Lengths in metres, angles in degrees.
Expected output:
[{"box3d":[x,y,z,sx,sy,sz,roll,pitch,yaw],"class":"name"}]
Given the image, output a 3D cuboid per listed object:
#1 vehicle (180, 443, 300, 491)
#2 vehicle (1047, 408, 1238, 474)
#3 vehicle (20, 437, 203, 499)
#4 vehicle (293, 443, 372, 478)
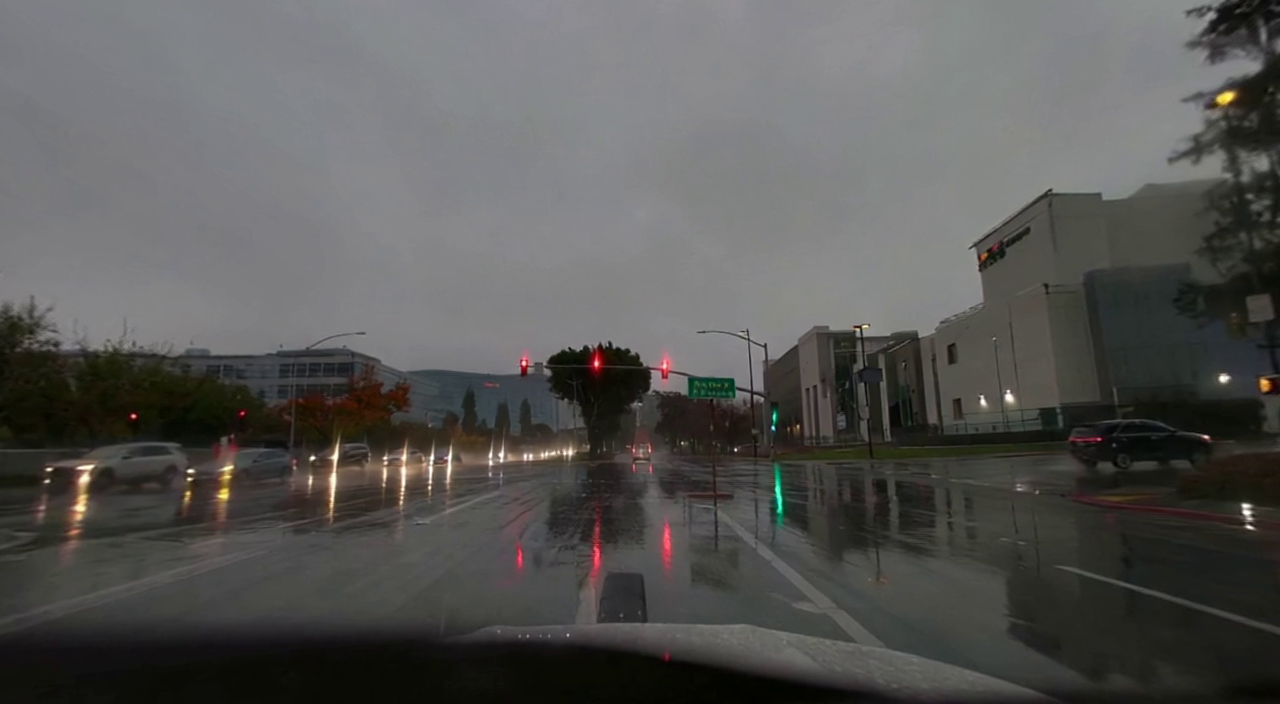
[{"box3d":[-16.561,4.737,26.472,1.962,1.735,4.577,-2,-8,1],"class":"vehicle"},{"box3d":[17.351,3.107,22.030,4.709,1.920,2.166,-3,-8,-1],"class":"vehicle"},{"box3d":[-20.429,4.455,24.891,2.299,2.092,5.503,-2,-8,2],"class":"vehicle"},{"box3d":[-19.873,6.987,41.146,2.380,1.963,5.458,-3,-8,1],"class":"vehicle"}]
